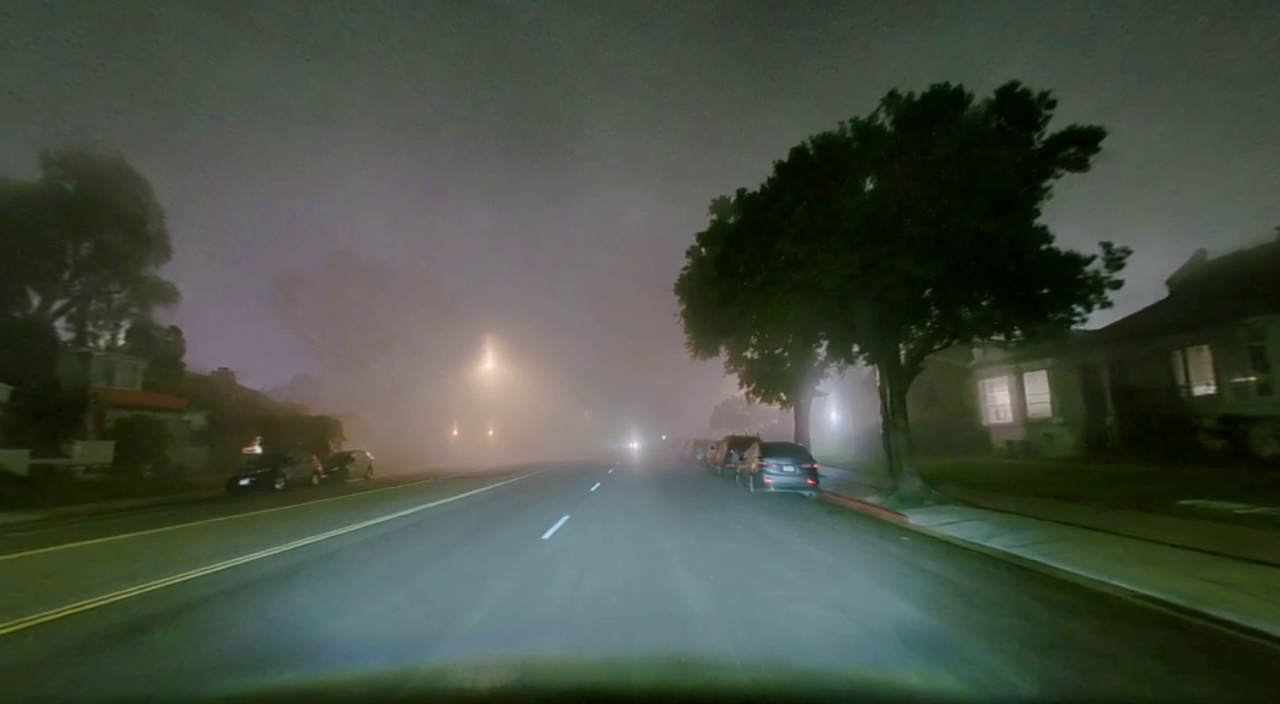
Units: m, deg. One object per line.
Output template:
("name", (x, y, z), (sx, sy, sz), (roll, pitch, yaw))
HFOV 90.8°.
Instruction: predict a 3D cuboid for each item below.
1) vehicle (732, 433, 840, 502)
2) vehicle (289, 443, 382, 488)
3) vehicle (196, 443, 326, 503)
("vehicle", (3.644, 2.975, 16.642), (1.981, 1.546, 4.372), (0, -9, 3))
("vehicle", (-13.760, 5.113, 28.916), (1.926, 1.790, 4.494), (0, -7, 1))
("vehicle", (-13.706, 4.338, 23.244), (2.047, 1.783, 4.572), (-1, -7, -1))
